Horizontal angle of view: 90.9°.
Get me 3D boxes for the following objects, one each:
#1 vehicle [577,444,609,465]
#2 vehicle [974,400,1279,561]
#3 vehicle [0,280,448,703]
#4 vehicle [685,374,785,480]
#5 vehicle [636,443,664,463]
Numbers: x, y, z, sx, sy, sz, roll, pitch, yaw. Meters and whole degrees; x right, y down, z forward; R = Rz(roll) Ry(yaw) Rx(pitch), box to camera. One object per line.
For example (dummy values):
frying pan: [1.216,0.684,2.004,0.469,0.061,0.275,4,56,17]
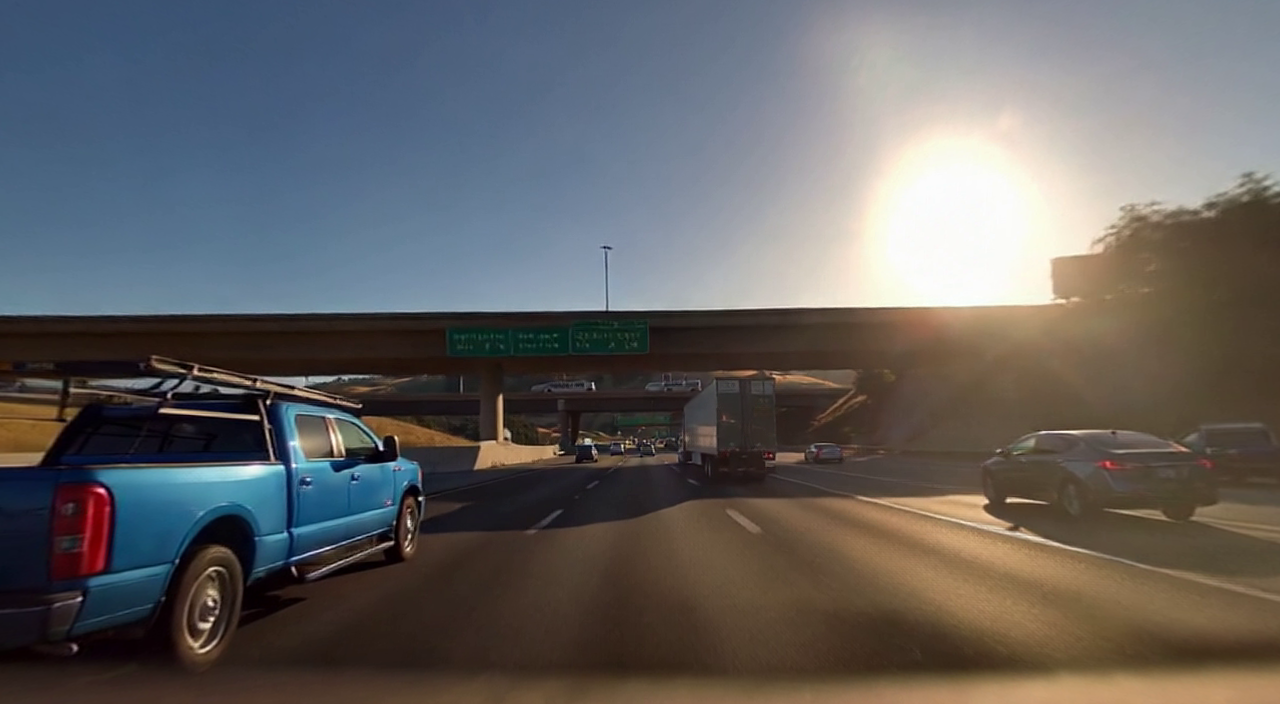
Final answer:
vehicle: [-3.444,7.619,47.169,2.077,1.446,4.106,0,-8,0]
vehicle: [7.125,1.714,9.122,1.999,1.700,4.640,0,-8,0]
vehicle: [-3.913,1.163,5.342,2.599,2.054,6.288,0,-8,0]
vehicle: [4.081,3.807,30.687,2.885,4.036,12.891,0,-8,0]
vehicle: [0.780,7.962,49.745,2.092,1.446,4.092,0,-8,0]
